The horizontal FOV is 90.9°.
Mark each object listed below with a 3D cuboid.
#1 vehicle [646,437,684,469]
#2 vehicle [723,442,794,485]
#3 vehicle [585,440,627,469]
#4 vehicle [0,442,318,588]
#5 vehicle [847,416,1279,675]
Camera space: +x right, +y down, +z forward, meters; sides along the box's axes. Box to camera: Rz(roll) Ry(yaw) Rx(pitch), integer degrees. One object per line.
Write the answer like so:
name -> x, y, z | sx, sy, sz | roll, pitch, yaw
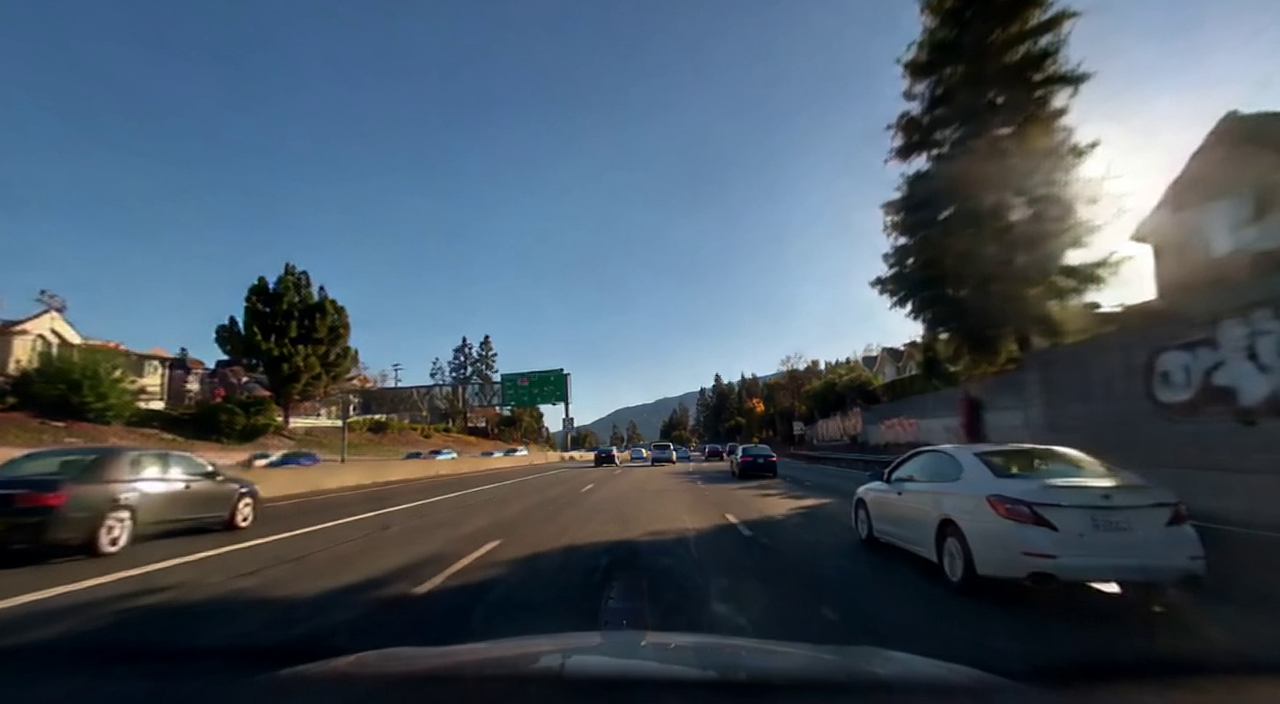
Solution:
vehicle -> 1.531, 6.108, 38.278 | 2.183, 1.764, 4.134 | -1, -8, 3
vehicle -> 4.251, 4.043, 23.199 | 1.854, 1.438, 3.954 | 0, -8, 1
vehicle -> -2.164, 6.667, 41.120 | 2.070, 1.740, 4.678 | -1, -8, 5
vehicle -> -6.785, 2.038, 8.882 | 2.050, 1.507, 4.375 | 0, -8, 2
vehicle -> 3.607, 1.455, 5.922 | 1.912, 1.509, 4.291 | 0, -8, 1
